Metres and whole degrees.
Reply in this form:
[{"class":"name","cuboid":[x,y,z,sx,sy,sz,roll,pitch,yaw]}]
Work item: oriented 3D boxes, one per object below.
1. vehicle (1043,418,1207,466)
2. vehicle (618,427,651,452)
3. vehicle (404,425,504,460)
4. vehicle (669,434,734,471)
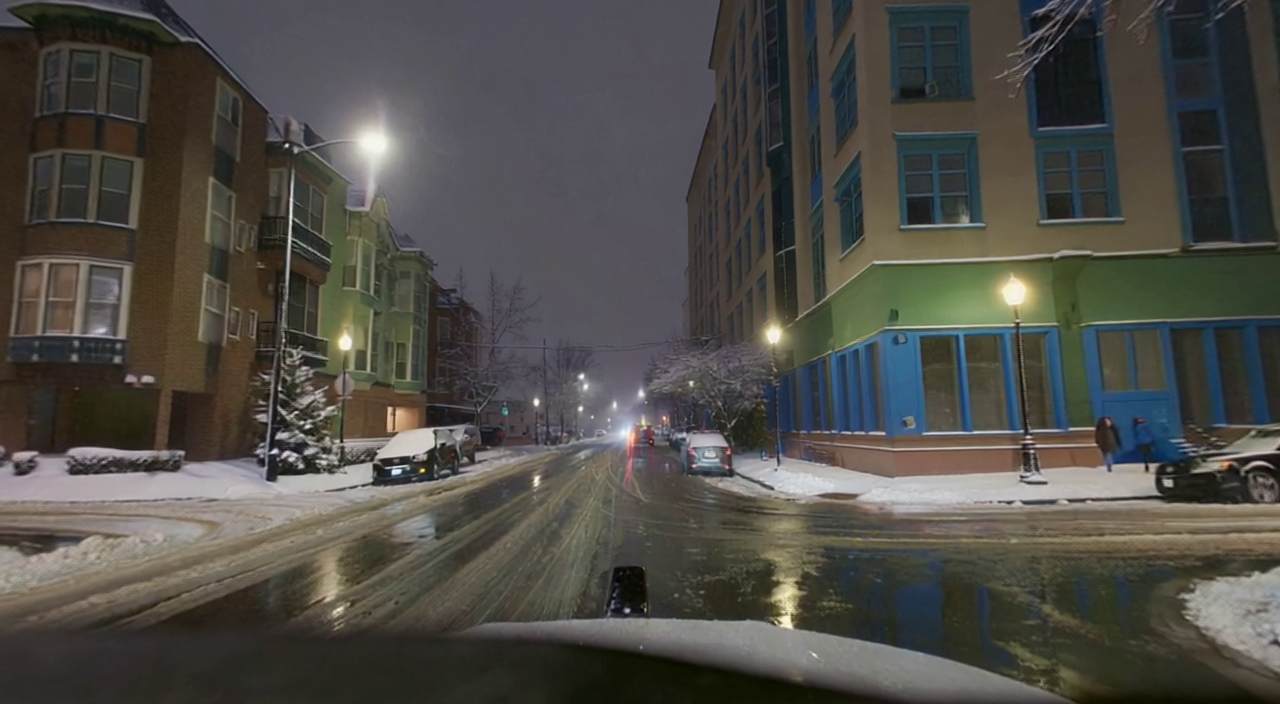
[{"class":"vehicle","cuboid":[15.370,2.892,20.139,3.752,1.453,1.709,0,-9,2]},{"class":"vehicle","cuboid":[-0.434,6.691,48.033,2.412,1.834,4.636,0,-8,-1]},{"class":"vehicle","cuboid":[-11.424,5.586,38.880,5.540,1.950,2.113,4,-12,-28]},{"class":"vehicle","cuboid":[2.516,4.298,27.095,2.290,1.456,4.503,0,-8,-1]}]
